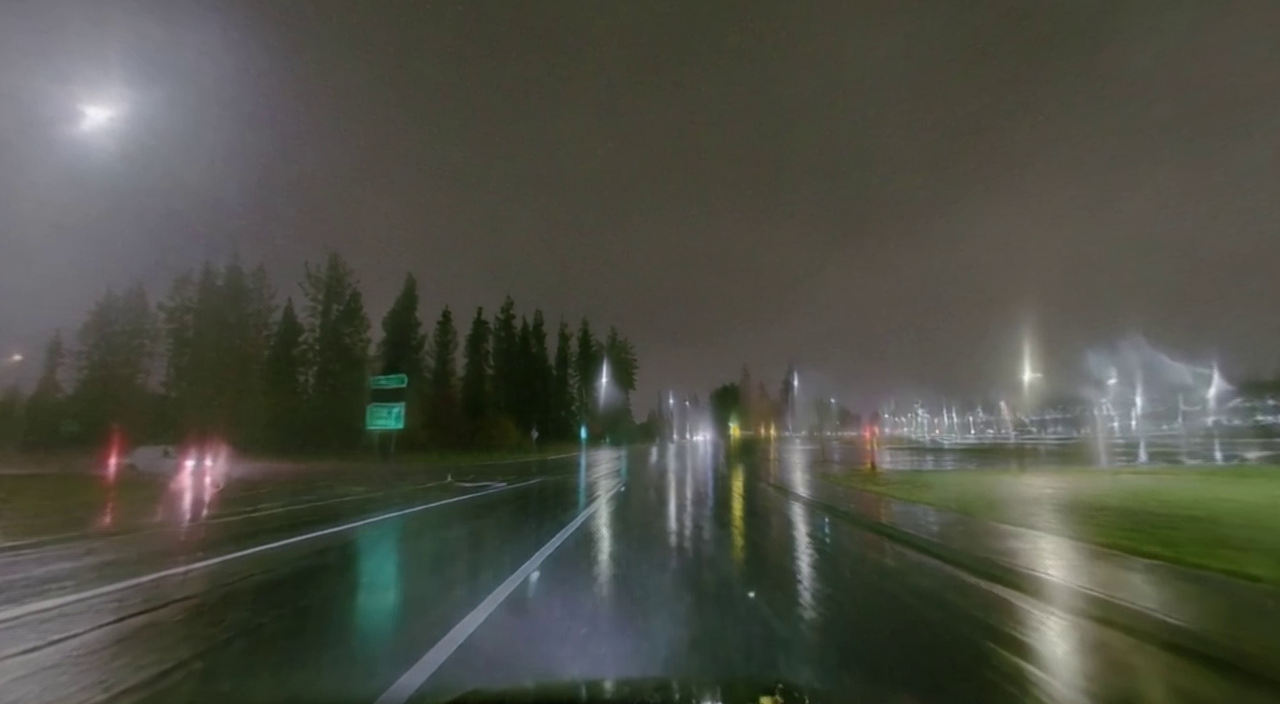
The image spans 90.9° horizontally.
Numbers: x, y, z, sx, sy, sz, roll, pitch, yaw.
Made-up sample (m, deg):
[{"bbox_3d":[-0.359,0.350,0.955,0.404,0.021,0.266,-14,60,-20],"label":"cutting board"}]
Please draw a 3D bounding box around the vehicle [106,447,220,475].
[{"bbox_3d":[-26.455,6.019,35.042,4.935,1.476,2.141,-2,-8,9],"label":"vehicle"}]
